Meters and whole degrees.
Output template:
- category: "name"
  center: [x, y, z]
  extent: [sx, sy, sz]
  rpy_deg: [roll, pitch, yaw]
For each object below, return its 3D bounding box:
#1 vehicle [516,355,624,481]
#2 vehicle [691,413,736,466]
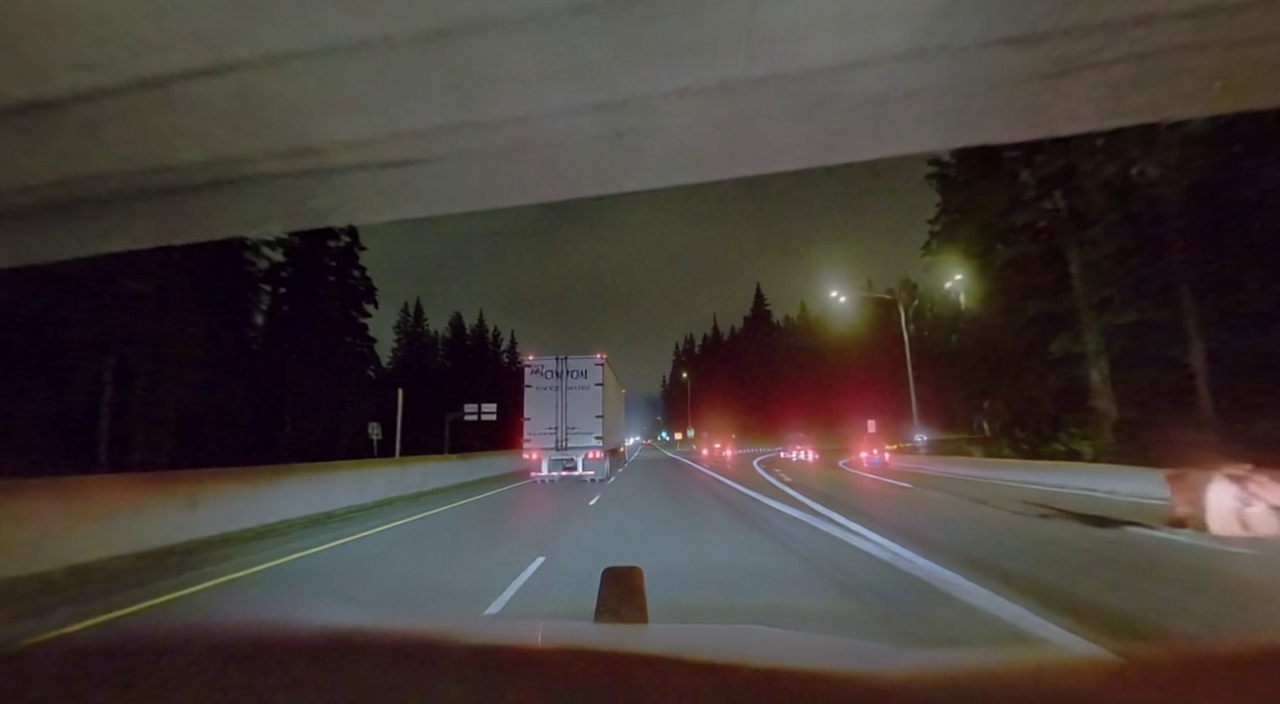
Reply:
- category: "vehicle"
  center: [-2.486, 3.406, 28.634]
  extent: [2.873, 4.060, 16.327]
  rpy_deg: [-1, -9, 1]
- category: "vehicle"
  center: [5.135, 6.163, 44.601]
  extent: [2.928, 3.571, 3.032]
  rpy_deg: [0, -8, 3]
